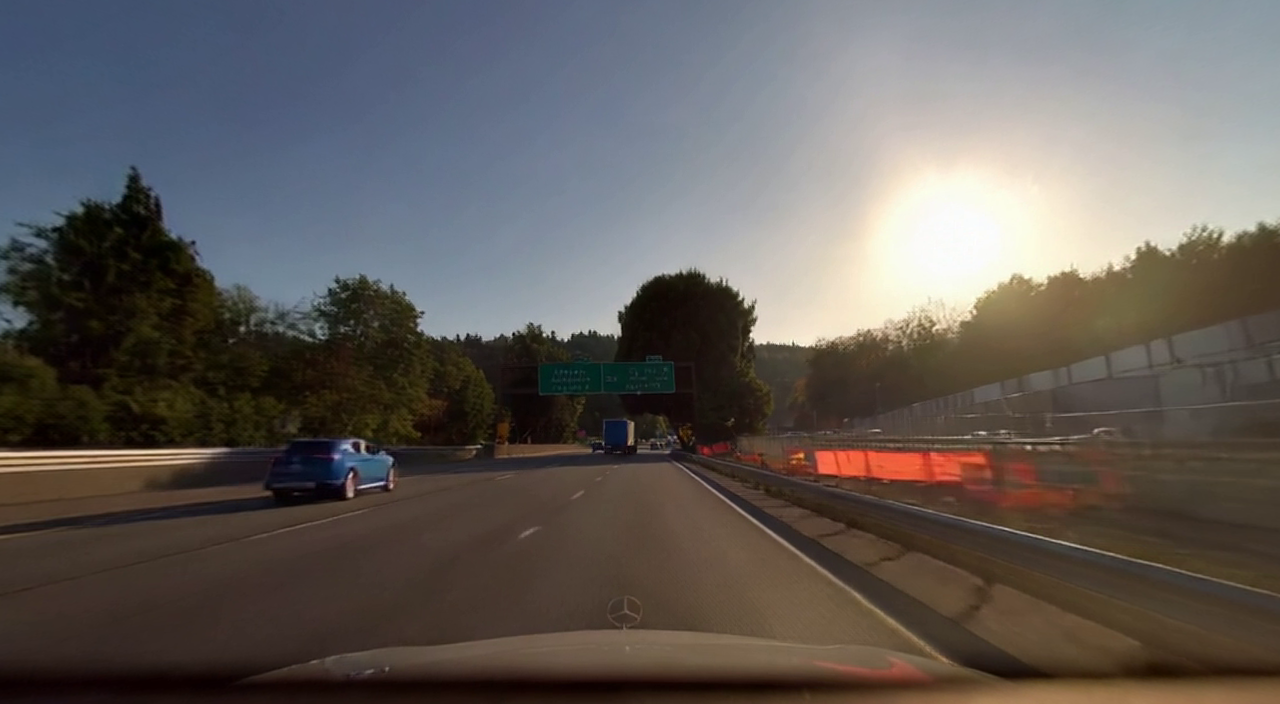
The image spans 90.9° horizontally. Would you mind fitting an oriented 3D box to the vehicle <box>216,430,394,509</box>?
[{"bbox_3d":[-7.521,2.674,14.702,1.893,1.566,4.051,0,-9,0],"label":"vehicle"}]
